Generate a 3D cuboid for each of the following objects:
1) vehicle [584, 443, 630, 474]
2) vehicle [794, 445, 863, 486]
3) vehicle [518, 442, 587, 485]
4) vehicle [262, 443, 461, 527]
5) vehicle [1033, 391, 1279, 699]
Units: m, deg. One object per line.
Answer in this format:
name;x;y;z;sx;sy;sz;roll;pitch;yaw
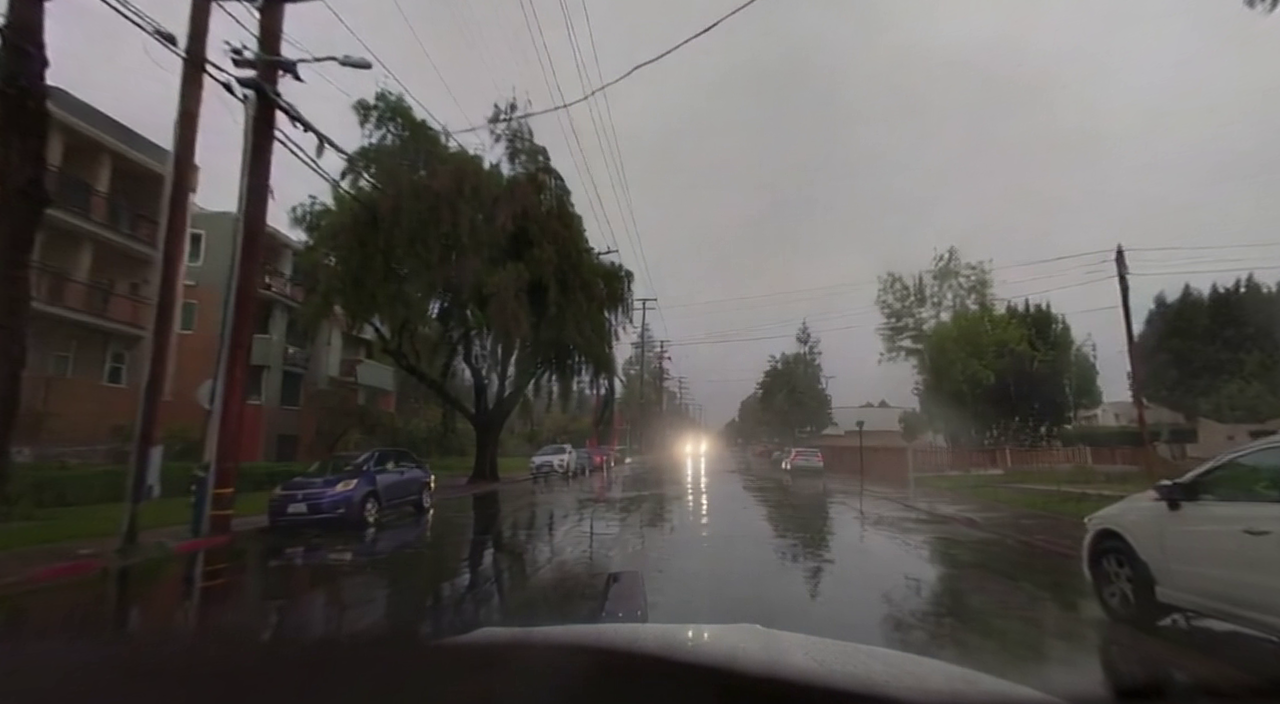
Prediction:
vehicle;-2.131;7.121;42.081;1.953;1.699;4.234;-9;-11;9
vehicle;7.662;4.607;26.073;1.964;1.515;4.055;-1;-8;6
vehicle;-3.982;5.173;29.690;2.011;1.801;4.676;-1;-8;7
vehicle;-6.178;3.032;14.811;2.017;1.582;4.664;-3;-10;9
vehicle;4.633;1.092;3.692;2.180;1.677;4.432;-1;-8;6
